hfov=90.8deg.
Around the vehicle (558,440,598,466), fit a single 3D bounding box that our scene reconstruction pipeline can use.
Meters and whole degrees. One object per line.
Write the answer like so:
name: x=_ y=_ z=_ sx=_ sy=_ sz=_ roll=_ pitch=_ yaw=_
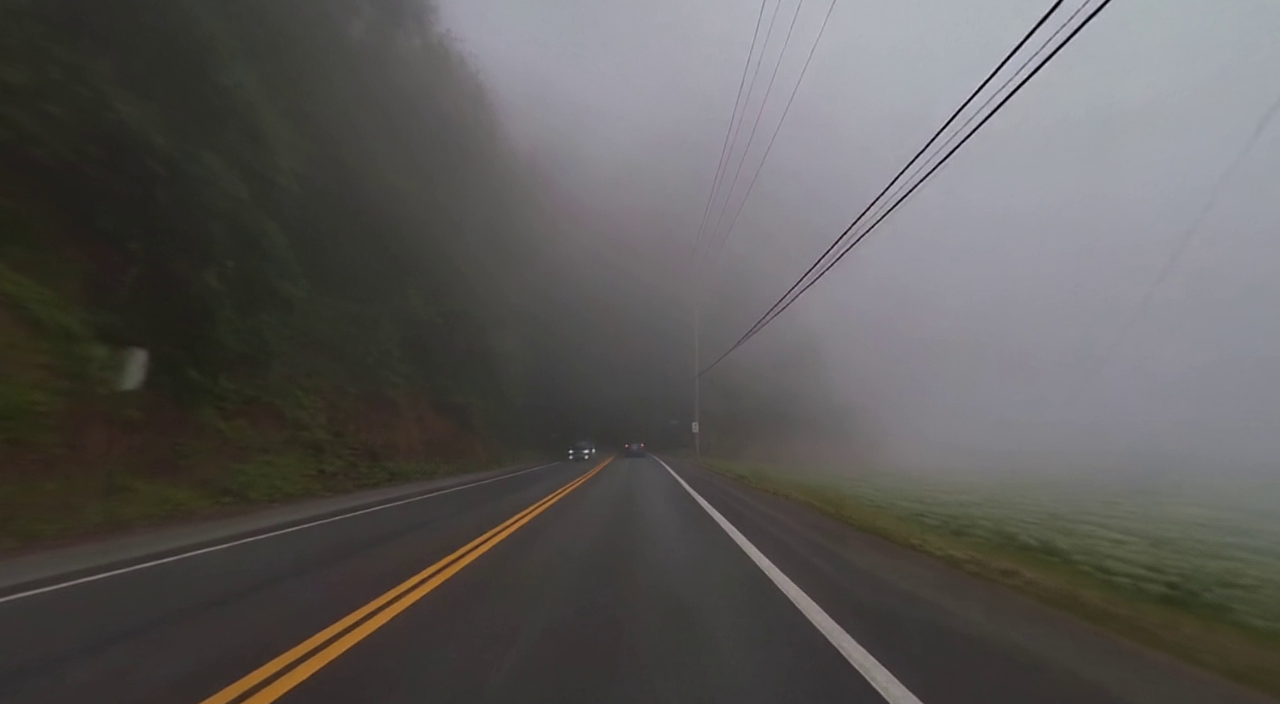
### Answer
vehicle: x=-4.498 y=7.459 z=46.912 sx=2.172 sy=1.744 sz=6.543 roll=-2 pitch=-8 yaw=1
